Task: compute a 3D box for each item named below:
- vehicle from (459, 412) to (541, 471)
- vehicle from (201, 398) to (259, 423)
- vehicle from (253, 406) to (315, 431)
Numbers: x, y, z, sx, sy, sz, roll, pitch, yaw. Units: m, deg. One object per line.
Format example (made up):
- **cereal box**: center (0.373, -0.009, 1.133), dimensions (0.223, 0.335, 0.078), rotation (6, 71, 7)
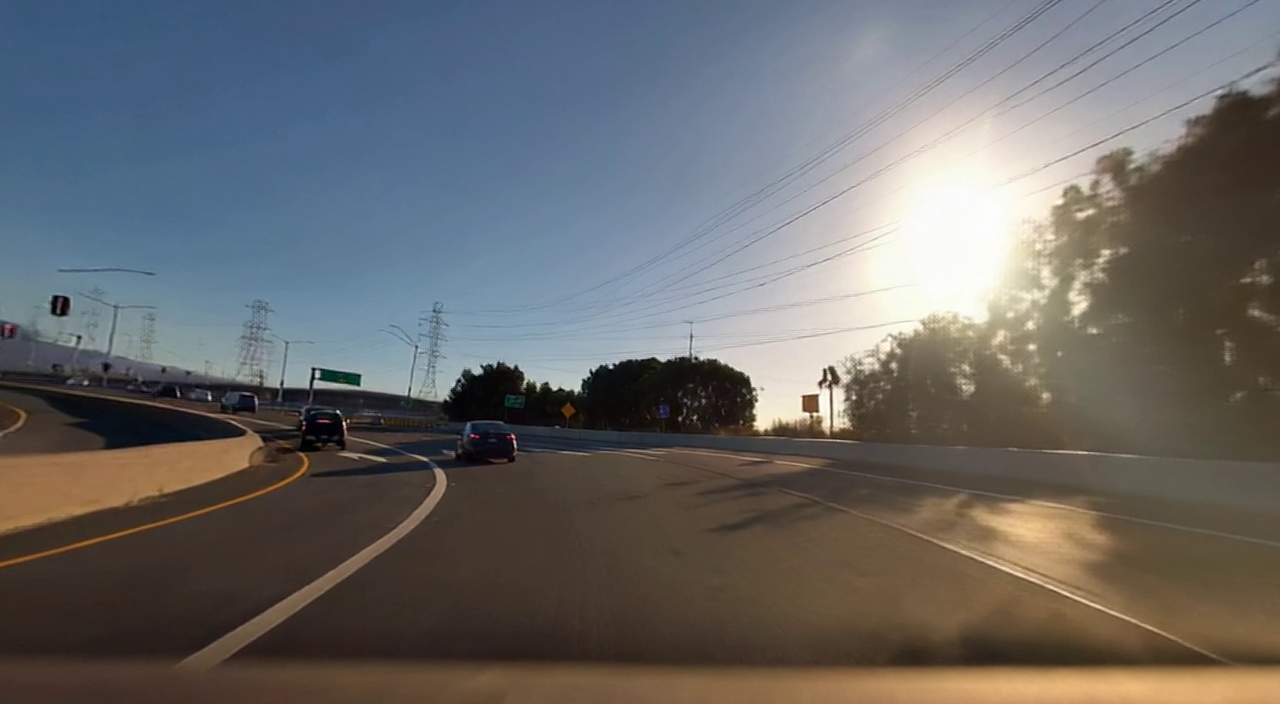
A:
- **vehicle**: center (-4.743, 2.960, 20.892), dimensions (2.140, 1.724, 4.304), rotation (3, -9, -18)
- **vehicle**: center (-31.038, 4.465, 47.717), dimensions (4.285, 1.747, 2.076), rotation (-6, -10, 35)
- **vehicle**: center (-24.144, 4.527, 42.690), dimensions (4.623, 1.501, 2.033), rotation (-7, -11, 40)
